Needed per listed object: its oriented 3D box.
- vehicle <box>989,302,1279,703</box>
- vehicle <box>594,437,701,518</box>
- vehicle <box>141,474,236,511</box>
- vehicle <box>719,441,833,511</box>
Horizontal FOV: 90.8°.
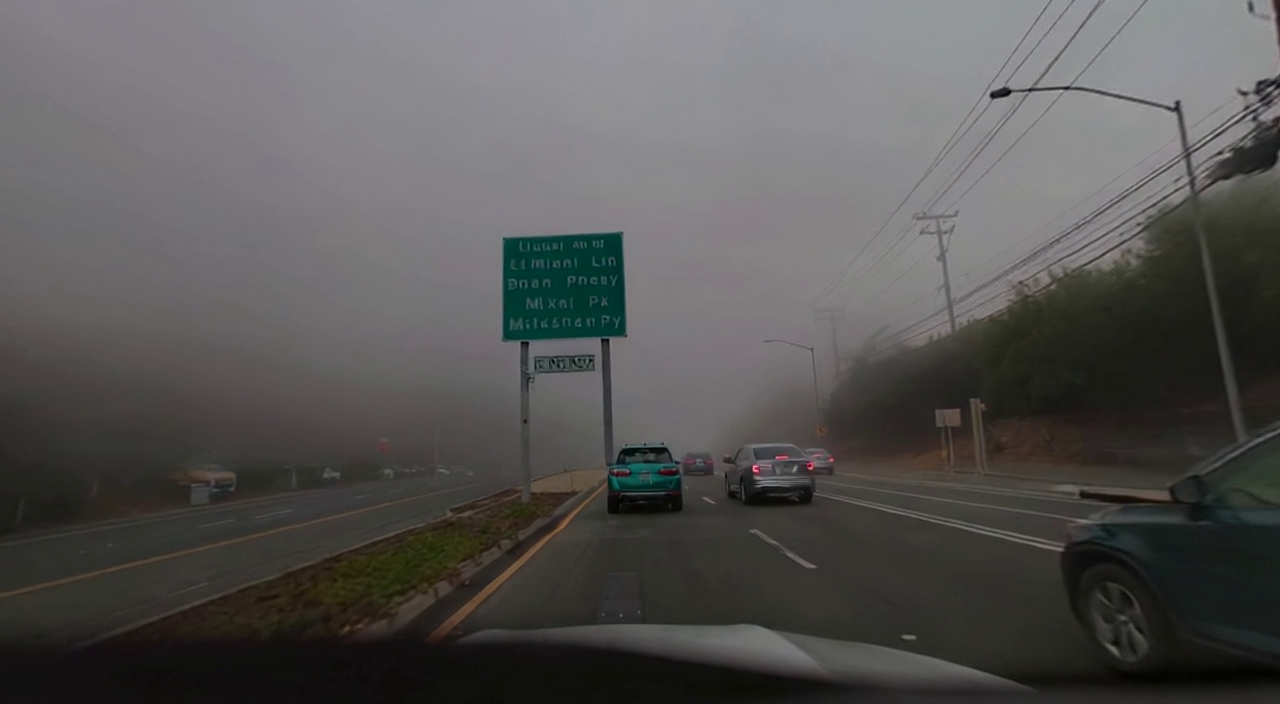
[{"bbox_3d":[3.399,0.665,1.856,2.097,1.818,4.625,0,-8,0],"label":"vehicle"},{"bbox_3d":[0.148,2.902,15.179,2.199,1.641,4.232,0,-8,0],"label":"vehicle"},{"bbox_3d":[-22.590,7.031,31.828,1.847,1.554,3.926,0,-8,0],"label":"vehicle"},{"bbox_3d":[3.392,3.151,16.625,2.064,1.591,4.081,0,-8,0],"label":"vehicle"}]
